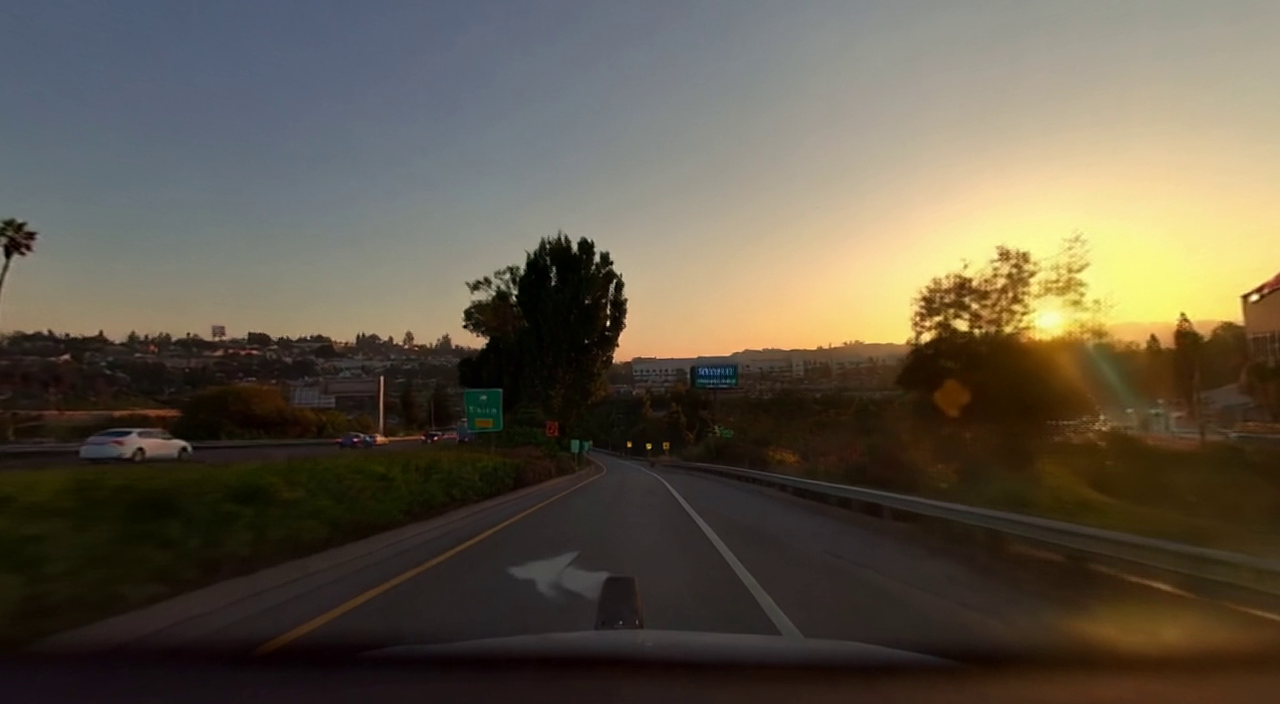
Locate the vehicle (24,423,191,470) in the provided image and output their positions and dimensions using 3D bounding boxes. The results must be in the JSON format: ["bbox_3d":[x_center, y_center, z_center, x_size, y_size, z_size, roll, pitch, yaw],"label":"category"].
[{"bbox_3d":[-18.328,3.327,22.124,1.931,1.451,4.683,0,-9,-3],"label":"vehicle"}]
